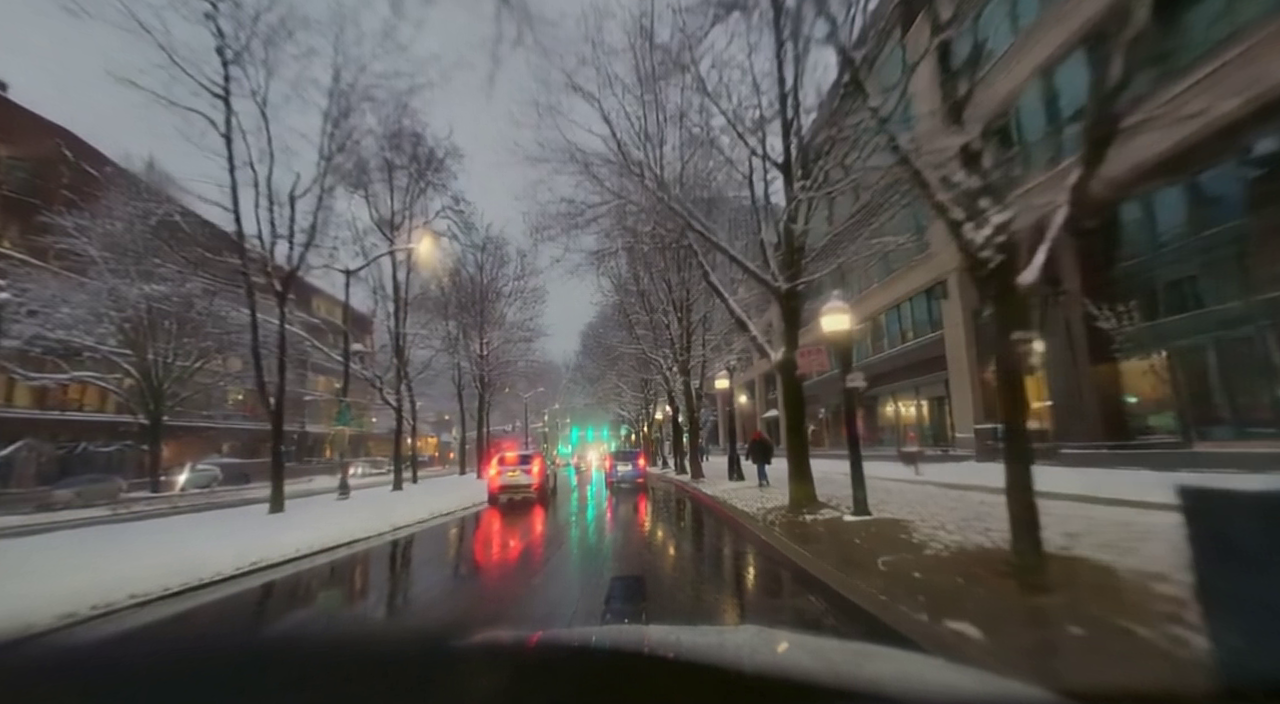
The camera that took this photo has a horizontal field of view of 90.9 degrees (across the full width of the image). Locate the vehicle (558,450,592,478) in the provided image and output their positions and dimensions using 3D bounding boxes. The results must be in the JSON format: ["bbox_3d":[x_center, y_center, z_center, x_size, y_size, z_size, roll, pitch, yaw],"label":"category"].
[{"bbox_3d":[-4.600,7.938,44.964,2.220,1.847,4.587,1,-9,-4],"label":"vehicle"}]

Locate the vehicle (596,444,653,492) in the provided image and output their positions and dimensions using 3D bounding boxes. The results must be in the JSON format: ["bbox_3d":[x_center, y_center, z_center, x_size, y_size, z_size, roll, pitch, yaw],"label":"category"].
[{"bbox_3d":[-0.648,4.657,25.605,2.120,1.758,3.917,1,-9,-2],"label":"vehicle"}]

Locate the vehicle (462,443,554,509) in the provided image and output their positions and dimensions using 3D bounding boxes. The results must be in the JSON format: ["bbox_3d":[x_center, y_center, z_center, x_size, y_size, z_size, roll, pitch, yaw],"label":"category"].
[{"bbox_3d":[-3.773,3.607,18.746,1.940,1.722,3.823,1,-9,-1],"label":"vehicle"}]

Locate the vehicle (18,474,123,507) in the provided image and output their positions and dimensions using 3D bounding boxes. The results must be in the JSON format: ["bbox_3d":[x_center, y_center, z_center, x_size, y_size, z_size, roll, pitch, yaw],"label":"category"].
[{"bbox_3d":[-32.074,7.768,35.673,1.913,1.579,4.379,1,-9,-2],"label":"vehicle"}]
